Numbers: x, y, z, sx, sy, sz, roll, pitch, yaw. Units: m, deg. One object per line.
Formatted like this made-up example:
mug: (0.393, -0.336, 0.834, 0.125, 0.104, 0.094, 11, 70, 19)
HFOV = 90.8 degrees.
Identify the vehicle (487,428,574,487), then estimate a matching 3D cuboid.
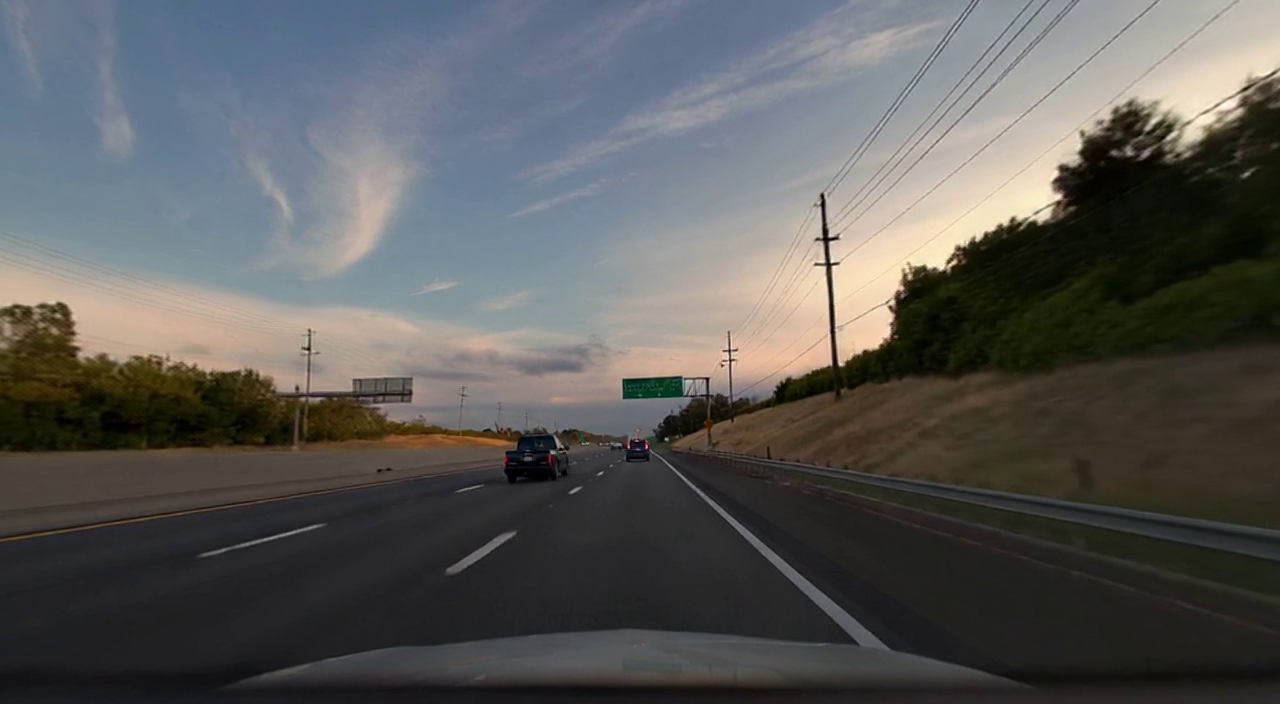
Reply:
vehicle: (-3.723, 3.722, 22.621, 2.204, 1.812, 5.289, 0, -8, 0)

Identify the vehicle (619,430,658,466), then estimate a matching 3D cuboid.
vehicle: (-0.132, 6.246, 41.093, 2.358, 2.144, 4.713, 0, -8, -1)
